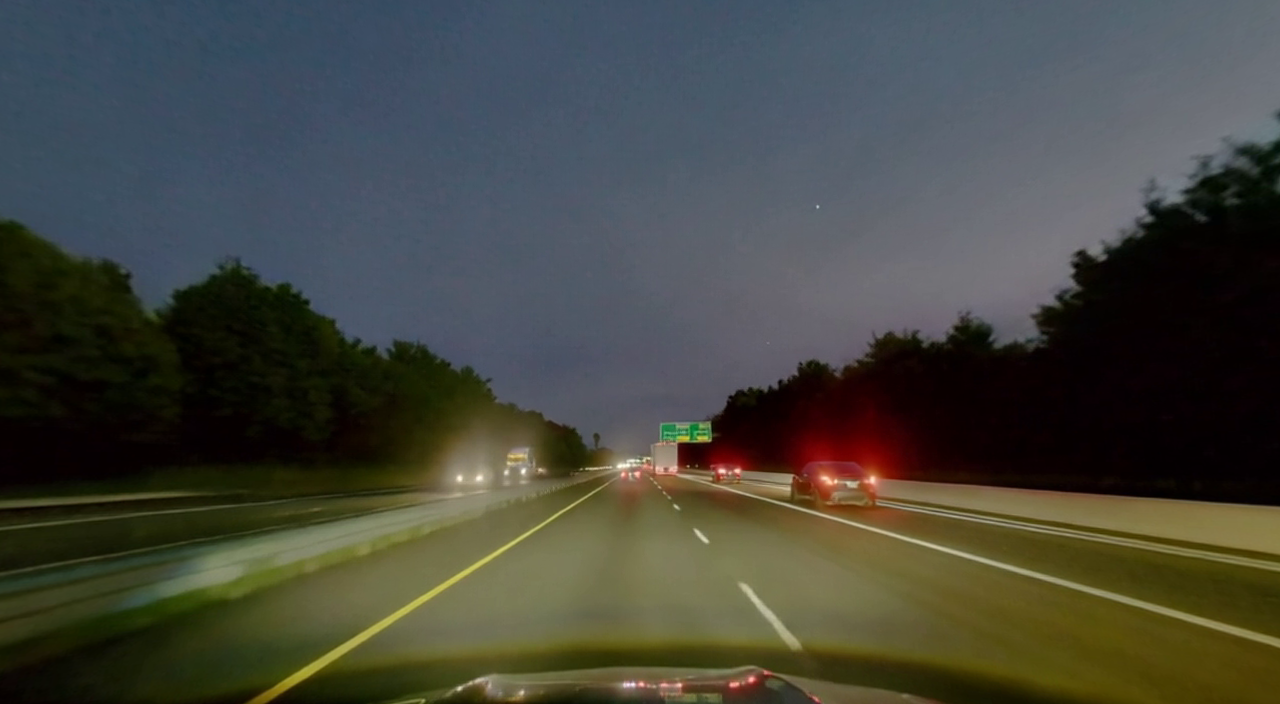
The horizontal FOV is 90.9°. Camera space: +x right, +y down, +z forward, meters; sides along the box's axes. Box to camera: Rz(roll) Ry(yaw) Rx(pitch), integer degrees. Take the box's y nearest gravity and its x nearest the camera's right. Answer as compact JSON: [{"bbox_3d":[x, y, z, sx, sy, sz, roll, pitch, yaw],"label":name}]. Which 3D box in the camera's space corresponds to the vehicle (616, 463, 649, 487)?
[{"bbox_3d":[-0.528,7.969,41.017,2.025,1.452,3.927,1,-10,-1],"label":"vehicle"}]

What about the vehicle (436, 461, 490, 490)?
[{"bbox_3d":[-10.064,7.067,36.148,1.892,1.497,3.878,1,-10,0],"label":"vehicle"}]
